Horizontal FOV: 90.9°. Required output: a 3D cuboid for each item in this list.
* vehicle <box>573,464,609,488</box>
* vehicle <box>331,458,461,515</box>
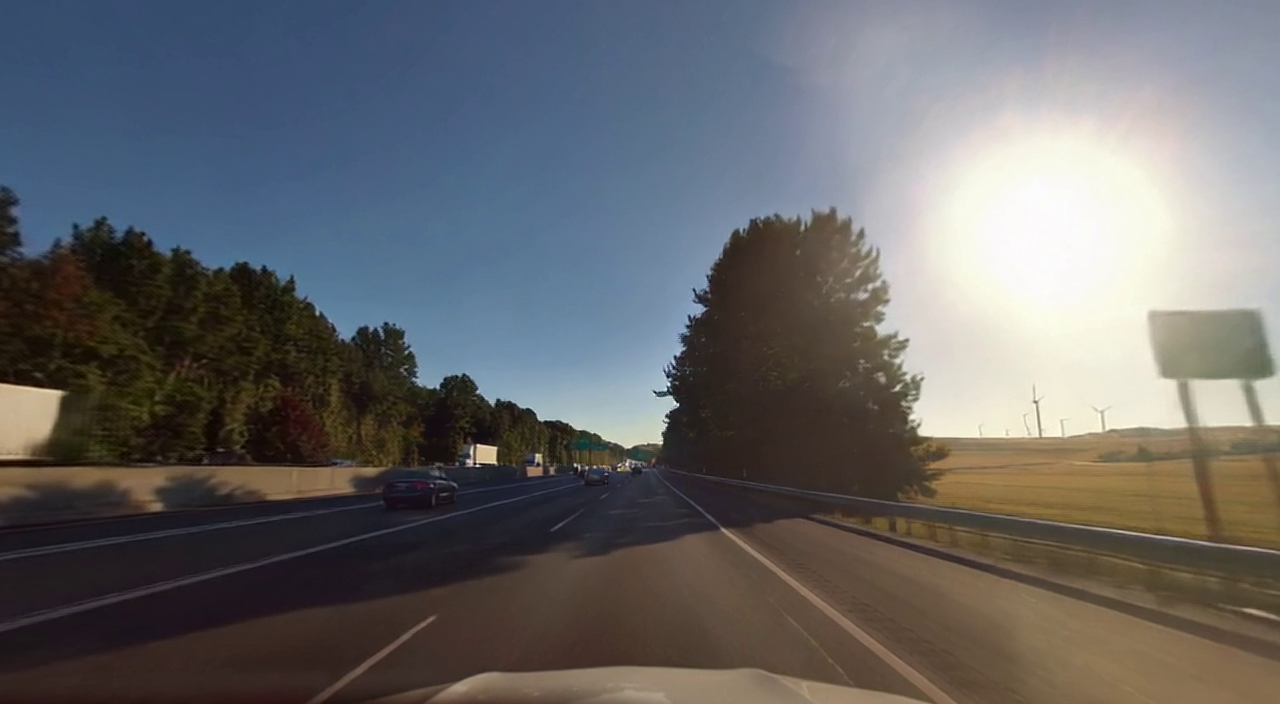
[{"bbox_3d":[-3.332,8.614,43.925,2.039,1.505,4.843,1,-10,1],"label":"vehicle"},{"bbox_3d":[-7.144,3.985,19.051,1.956,1.451,4.674,1,-10,1],"label":"vehicle"}]
